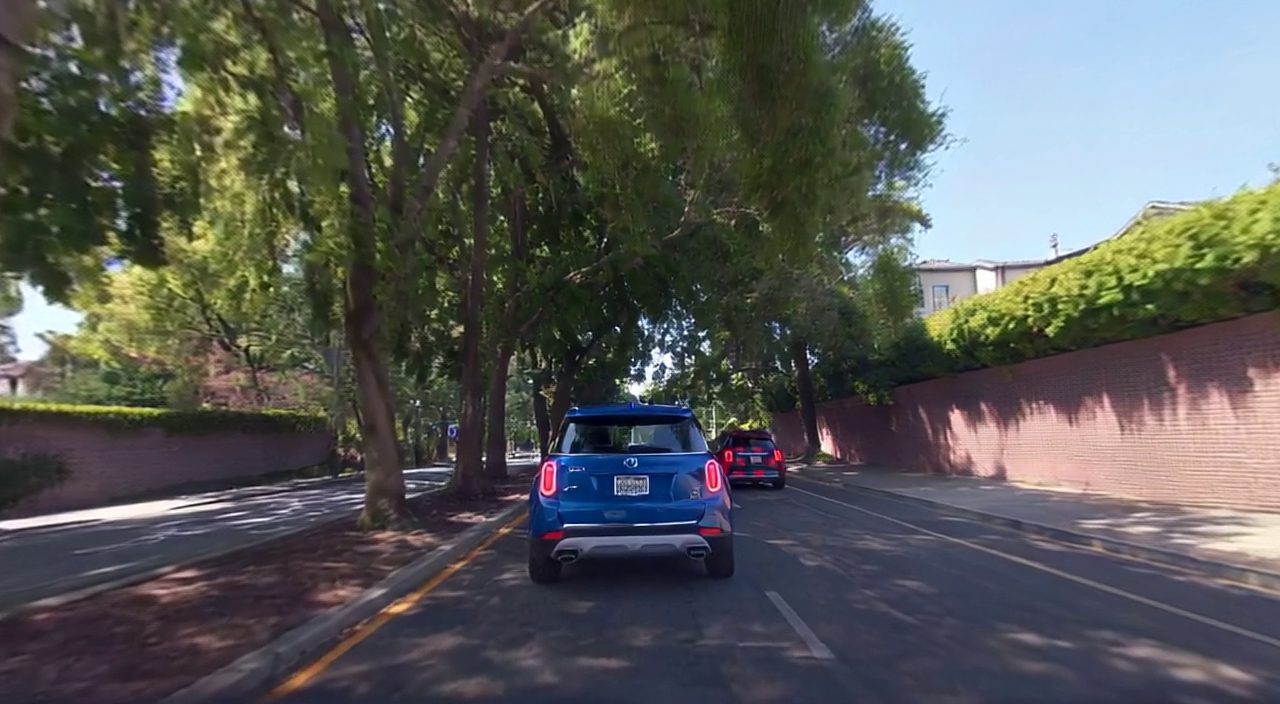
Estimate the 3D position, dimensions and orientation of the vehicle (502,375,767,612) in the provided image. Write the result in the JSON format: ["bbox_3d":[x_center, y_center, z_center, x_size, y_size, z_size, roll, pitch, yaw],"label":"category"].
[{"bbox_3d":[-0.075,1.293,6.405,1.984,1.777,3.148,0,-8,-1],"label":"vehicle"}]
